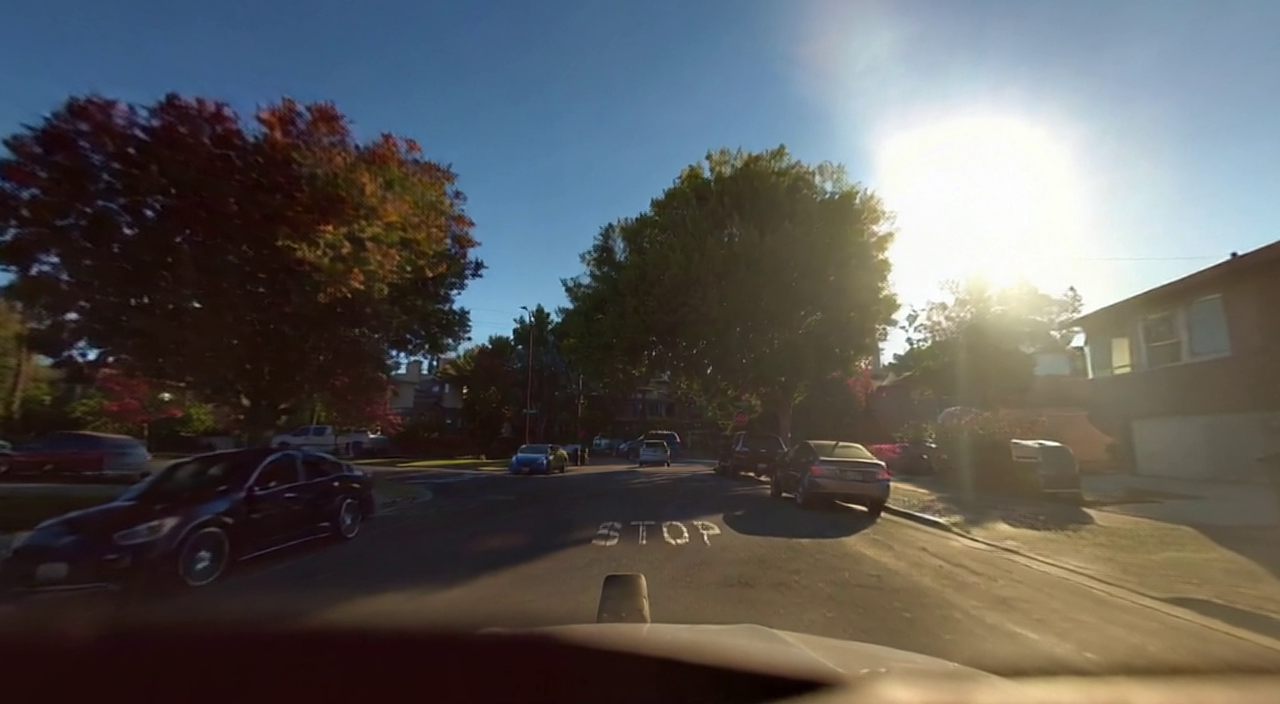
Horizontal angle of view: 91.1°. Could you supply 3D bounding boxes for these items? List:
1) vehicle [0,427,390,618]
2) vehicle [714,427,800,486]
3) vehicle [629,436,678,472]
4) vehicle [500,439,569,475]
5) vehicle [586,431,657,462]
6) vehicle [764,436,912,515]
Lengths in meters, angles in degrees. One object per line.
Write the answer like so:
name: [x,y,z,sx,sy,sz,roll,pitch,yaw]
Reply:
vehicle: [-4.880,1.698,7.347,1.909,1.492,4.615,0,-8,1]
vehicle: [3.964,3.600,21.961,2.144,1.751,4.472,2,-8,0]
vehicle: [0.567,4.548,28.204,2.010,1.499,4.107,0,-9,0]
vehicle: [-4.468,4.536,27.418,1.999,1.441,4.628,-1,-8,3]
vehicle: [-1.435,6.700,44.638,2.337,2.039,6.413,5,-10,-29]
vehicle: [4.179,2.666,14.081,1.876,1.477,4.324,0,-8,0]
